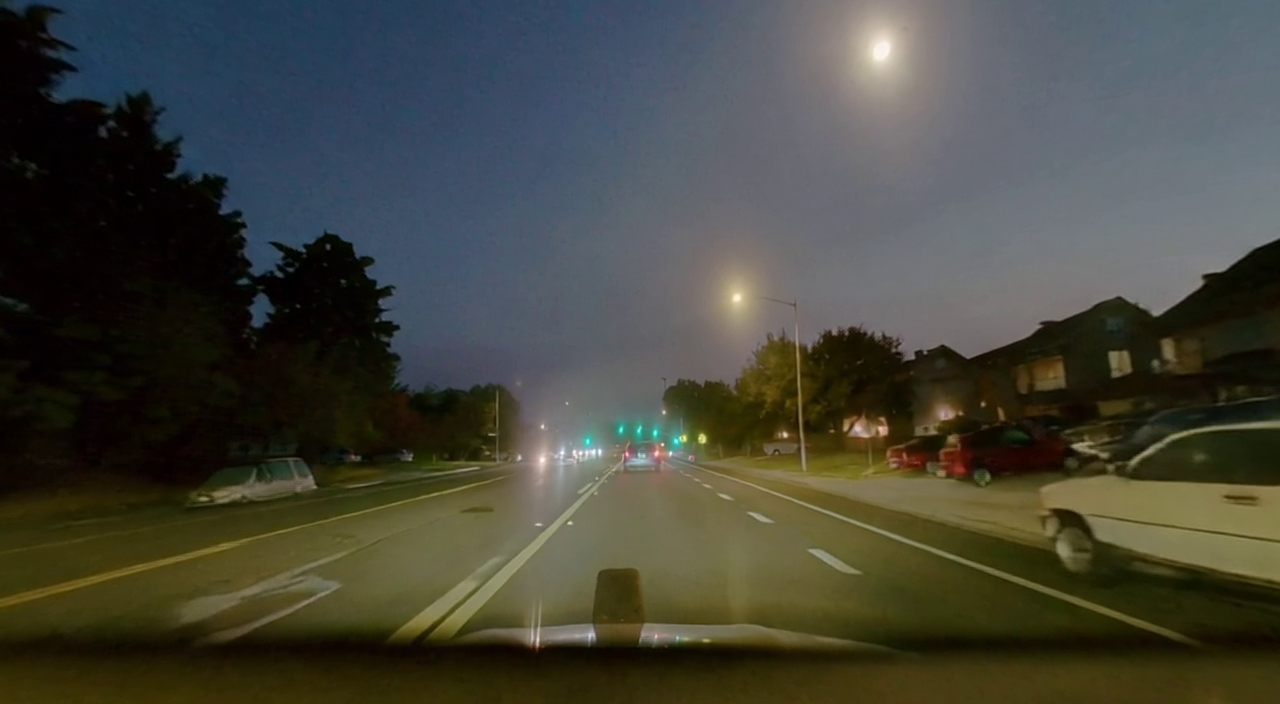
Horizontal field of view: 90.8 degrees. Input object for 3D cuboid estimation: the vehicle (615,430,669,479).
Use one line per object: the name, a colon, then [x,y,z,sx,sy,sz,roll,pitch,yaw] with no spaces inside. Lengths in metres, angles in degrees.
vehicle: [0.049,4.435,27.607,2.153,1.942,4.767,0,-8,-1]

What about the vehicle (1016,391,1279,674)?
vehicle: [5.017,1.141,4.085,2.153,1.730,4.659,0,-8,-2]

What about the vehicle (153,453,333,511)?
vehicle: [-12.408,4.066,20.381,2.192,1.541,5.391,0,-8,2]
